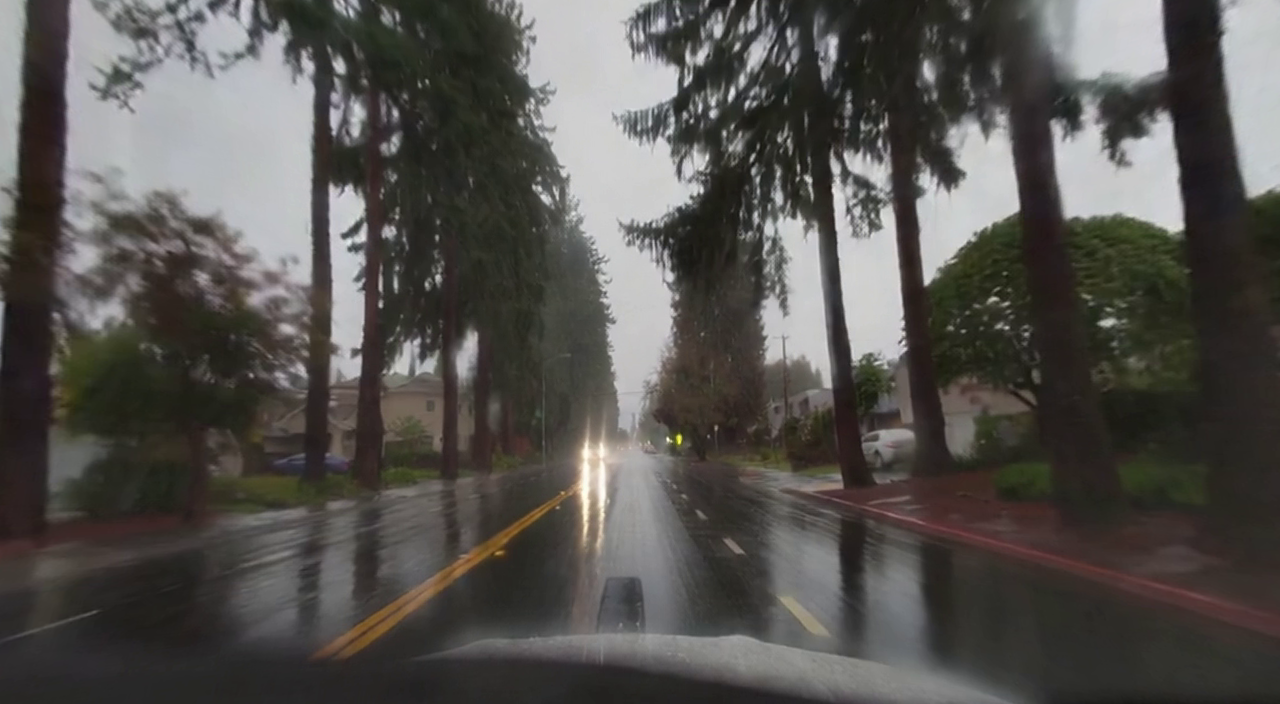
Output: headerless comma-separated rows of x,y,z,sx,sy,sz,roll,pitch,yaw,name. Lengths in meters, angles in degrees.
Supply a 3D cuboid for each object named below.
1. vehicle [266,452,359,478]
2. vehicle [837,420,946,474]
-19.560,6.768,37.912,4.459,1.432,1.979,0,-9,-1,vehicle
10.690,4.124,27.474,2.305,2.042,5.711,0,-9,0,vehicle
